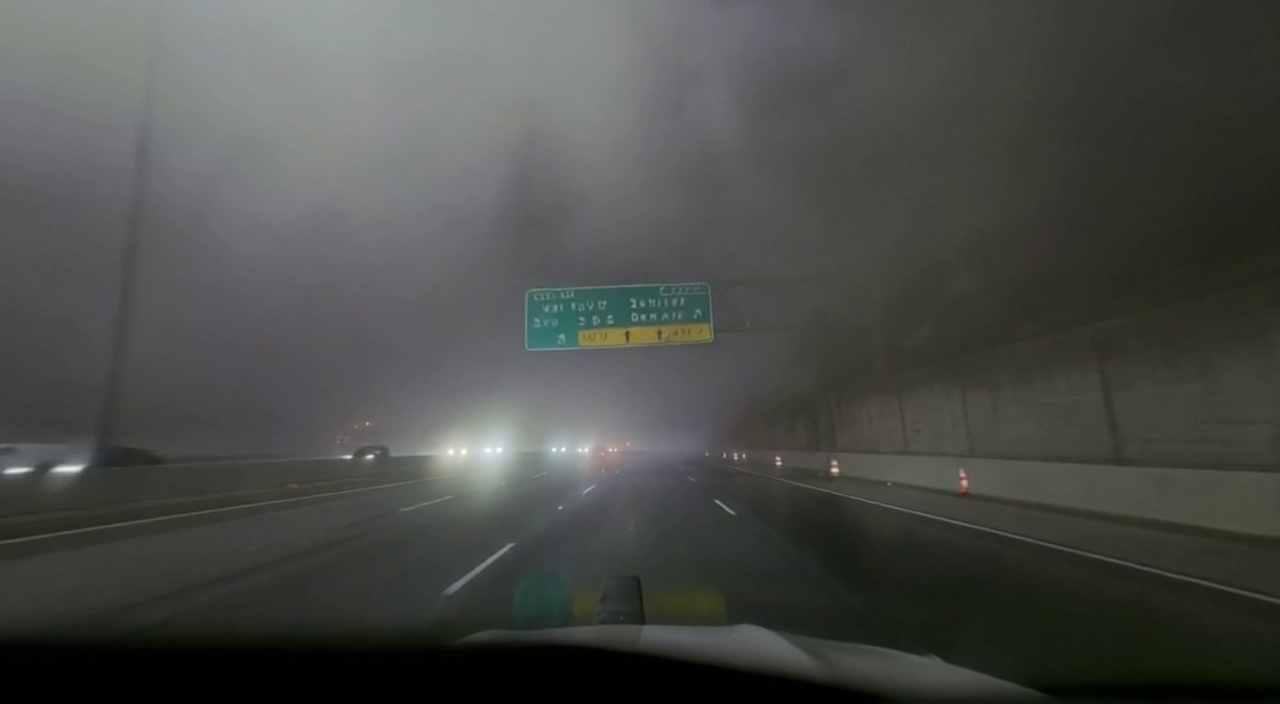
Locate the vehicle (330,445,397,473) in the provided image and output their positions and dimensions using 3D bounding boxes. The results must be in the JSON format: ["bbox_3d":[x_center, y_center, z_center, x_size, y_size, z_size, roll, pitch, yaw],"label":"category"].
[{"bbox_3d":[-16.186,6.289,37.115,1.871,1.485,4.332,-1,-9,2],"label":"vehicle"}]

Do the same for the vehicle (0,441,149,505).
[{"bbox_3d":[-16.345,3.246,17.264,1.937,1.515,4.594,-1,-9,2],"label":"vehicle"}]
